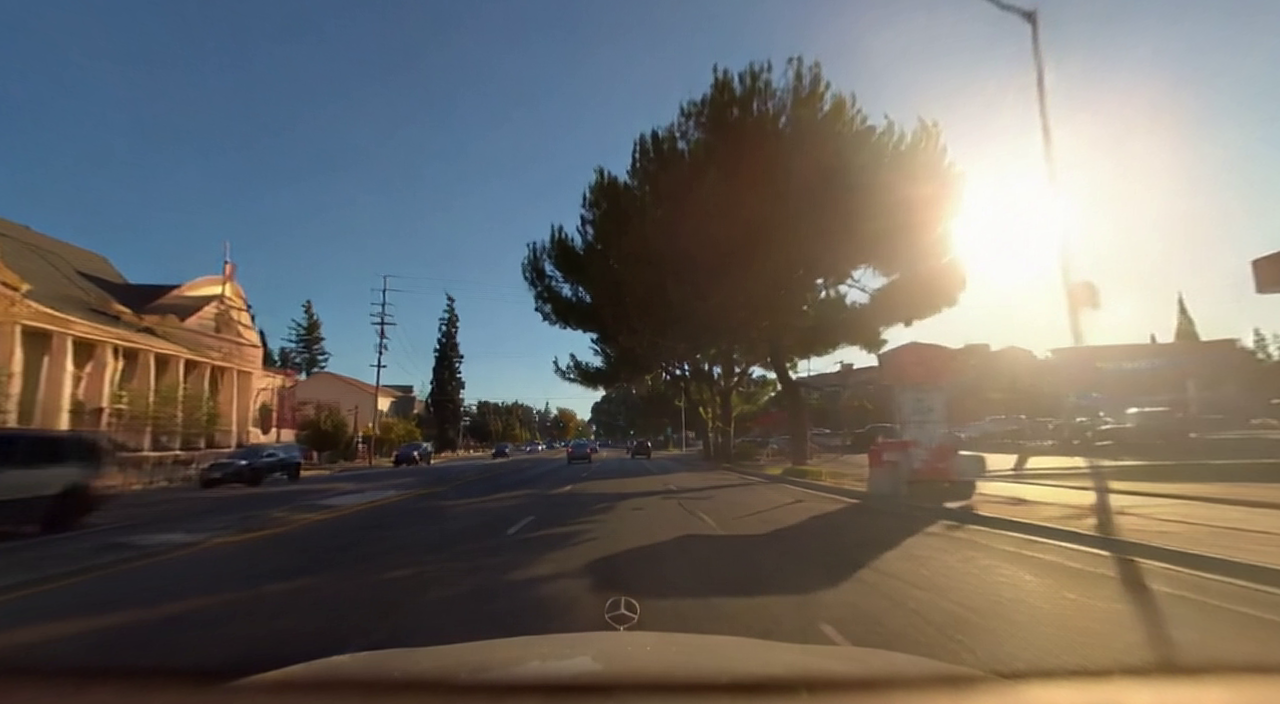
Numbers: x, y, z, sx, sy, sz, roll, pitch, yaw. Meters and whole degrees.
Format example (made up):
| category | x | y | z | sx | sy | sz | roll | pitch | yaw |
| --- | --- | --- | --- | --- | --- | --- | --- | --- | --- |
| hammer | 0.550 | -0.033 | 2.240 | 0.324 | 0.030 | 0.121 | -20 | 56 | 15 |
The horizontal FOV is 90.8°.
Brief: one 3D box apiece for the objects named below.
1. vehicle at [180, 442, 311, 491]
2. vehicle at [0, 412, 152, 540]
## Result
| category | x | y | z | sx | sy | sz | roll | pitch | yaw |
| --- | --- | --- | --- | --- | --- | --- | --- | --- | --- |
| vehicle | -15.113 | 4.372 | 24.610 | 2.011 | 1.655 | 5.029 | -1 | -8 | -2 |
| vehicle | -10.980 | 2.013 | 10.193 | 2.229 | 1.957 | 5.057 | -2 | -8 | -1 |
